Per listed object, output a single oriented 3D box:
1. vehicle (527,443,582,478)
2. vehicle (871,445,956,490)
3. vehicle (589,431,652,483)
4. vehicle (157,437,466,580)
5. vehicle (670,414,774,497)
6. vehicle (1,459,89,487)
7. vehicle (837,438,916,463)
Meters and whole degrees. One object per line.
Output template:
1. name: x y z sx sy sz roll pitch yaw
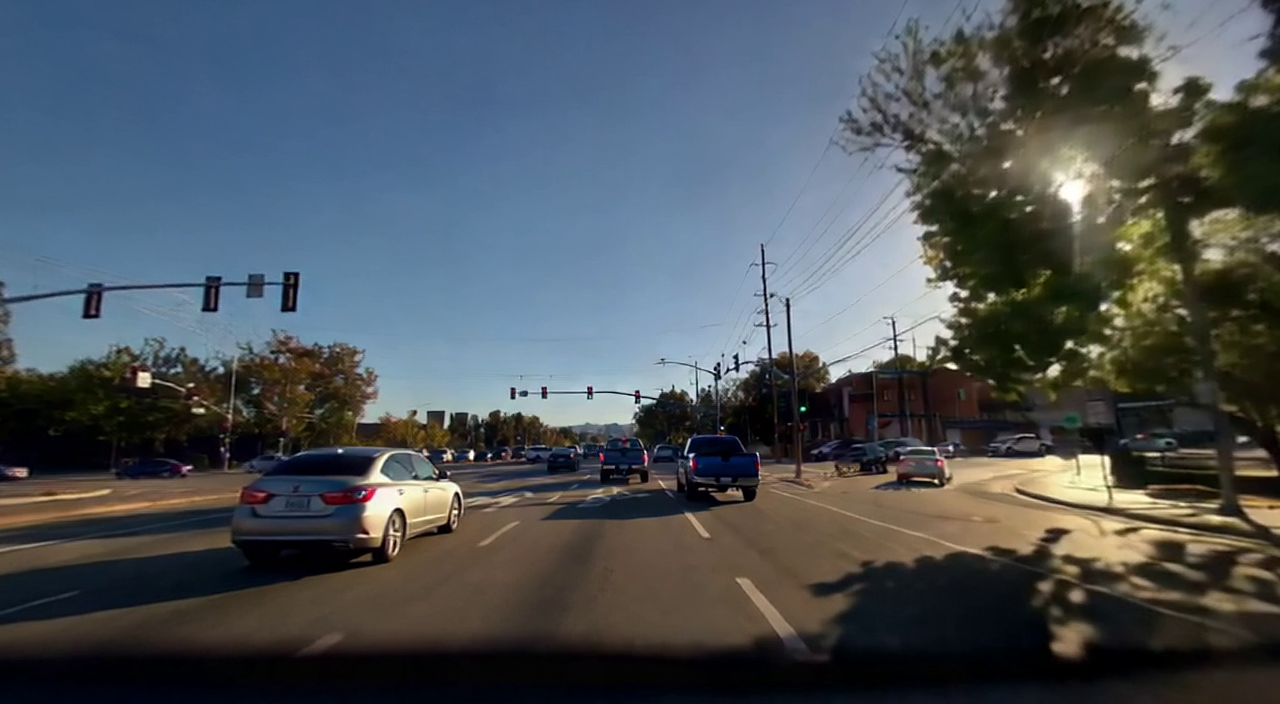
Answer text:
1. vehicle: -4.433 5.710 33.543 2.273 1.749 4.385 0 -8 1
2. vehicle: 9.711 4.090 22.806 2.212 1.466 4.126 -3 -9 15
3. vehicle: -0.784 4.849 29.452 2.643 2.145 5.585 0 -8 1
4. vehicle: -4.095 1.991 8.974 1.939 1.494 4.499 0 -8 0
5. vehicle: 2.819 3.861 23.955 2.905 2.636 6.895 0 -9 -1
6. vehicle: -43.766 8.863 46.484 4.527 1.966 2.156 -1 -9 7
7. vehicle: 16.955 7.090 45.401 4.782 1.768 2.152 2 -9 -12
